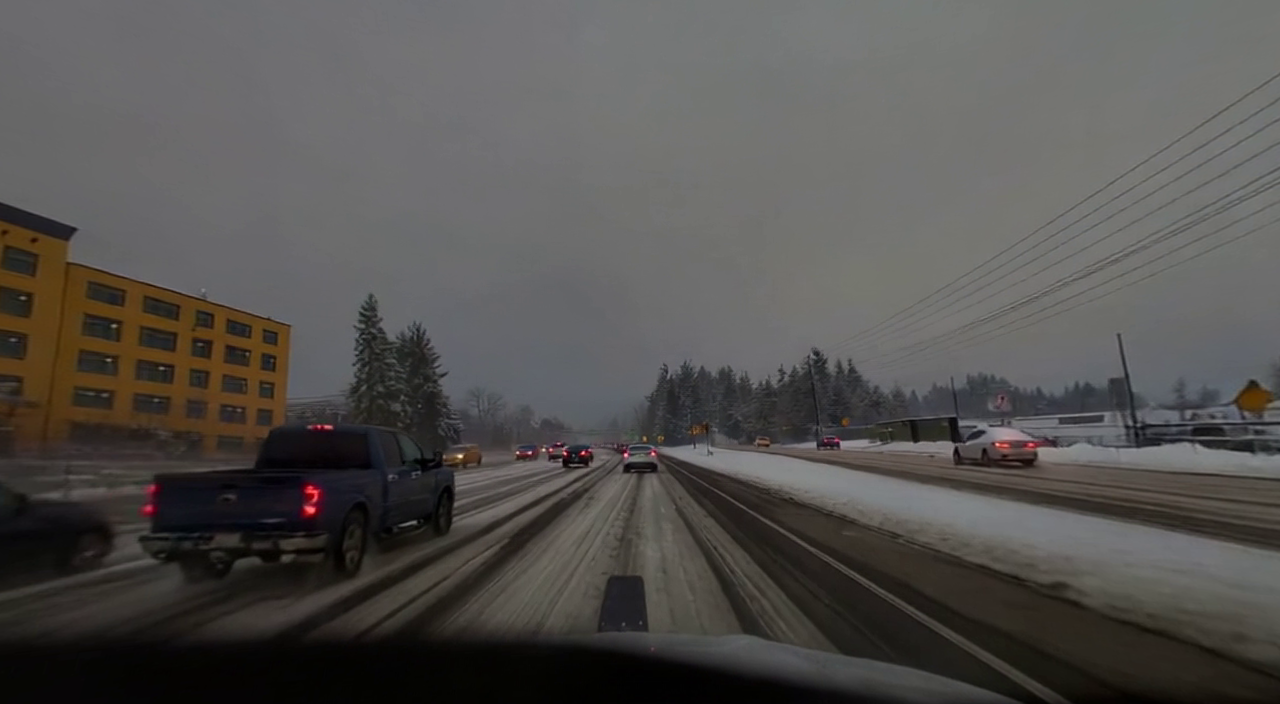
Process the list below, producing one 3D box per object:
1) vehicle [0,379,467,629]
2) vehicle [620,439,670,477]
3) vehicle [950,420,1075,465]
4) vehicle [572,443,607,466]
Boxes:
[{"bbox_3d":[-3.904,1.512,7.356,2.250,1.872,5.038,-1,-8,1],"label":"vehicle"},{"bbox_3d":[0.211,4.717,28.339,2.107,1.538,3.999,0,-8,0],"label":"vehicle"},{"bbox_3d":[13.620,3.351,23.442,1.966,1.484,4.610,-1,-8,3],"label":"vehicle"},{"bbox_3d":[-3.555,7.260,44.997,2.059,1.508,4.662,0,-8,0],"label":"vehicle"}]
